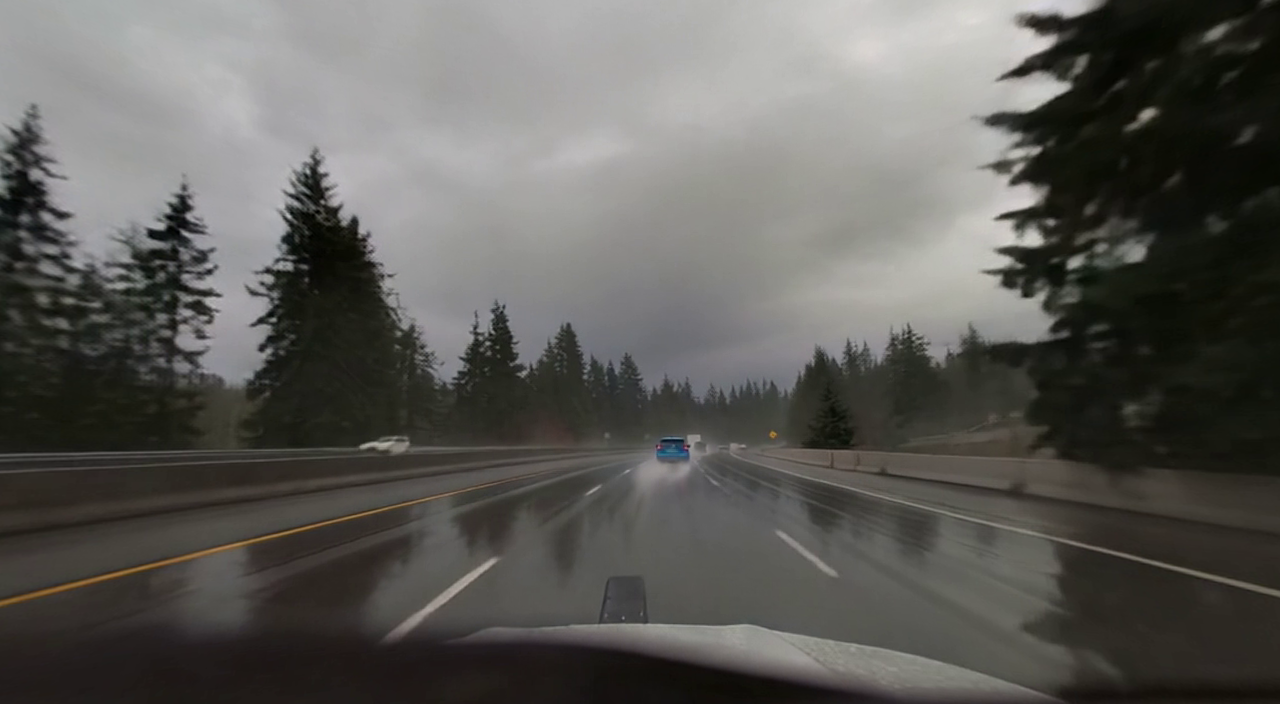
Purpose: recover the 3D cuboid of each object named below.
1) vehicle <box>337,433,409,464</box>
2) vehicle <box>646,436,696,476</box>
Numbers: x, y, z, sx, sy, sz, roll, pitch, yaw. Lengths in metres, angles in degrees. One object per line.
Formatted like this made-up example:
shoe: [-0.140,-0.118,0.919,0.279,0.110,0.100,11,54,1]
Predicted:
vehicle: [-17.196,6.254,40.809,2.311,1.862,4.848,-1,-8,3]
vehicle: [1.419,4.740,28.906,2.133,1.686,4.203,-1,-8,3]
